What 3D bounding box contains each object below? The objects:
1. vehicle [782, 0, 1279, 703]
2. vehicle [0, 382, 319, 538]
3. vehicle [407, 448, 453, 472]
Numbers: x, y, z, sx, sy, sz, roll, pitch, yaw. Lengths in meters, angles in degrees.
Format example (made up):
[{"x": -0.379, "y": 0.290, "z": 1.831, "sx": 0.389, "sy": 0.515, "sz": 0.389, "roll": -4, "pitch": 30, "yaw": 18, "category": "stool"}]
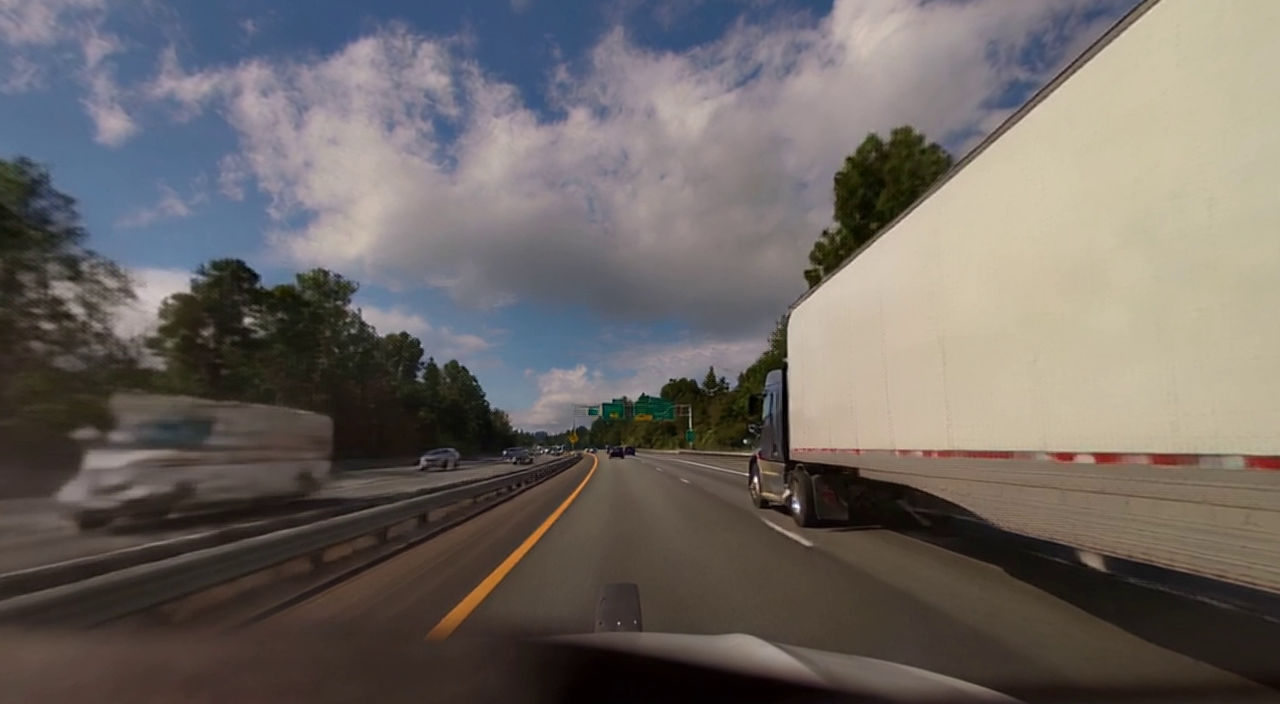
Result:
[{"x": 4.433, "y": 0.324, "z": 7.237, "sx": 3.016, "sy": 3.971, "sz": 10.405, "roll": 0, "pitch": -9, "yaw": 0, "category": "vehicle"}, {"x": -9.586, "y": 2.210, "z": 13.272, "sx": 2.491, "sy": 2.522, "sz": 5.985, "roll": 0, "pitch": -9, "yaw": -1, "category": "vehicle"}, {"x": -15.057, "y": 7.730, "z": 45.119, "sx": 1.928, "sy": 1.599, "sz": 4.549, "roll": 0, "pitch": -9, "yaw": -2, "category": "vehicle"}]
